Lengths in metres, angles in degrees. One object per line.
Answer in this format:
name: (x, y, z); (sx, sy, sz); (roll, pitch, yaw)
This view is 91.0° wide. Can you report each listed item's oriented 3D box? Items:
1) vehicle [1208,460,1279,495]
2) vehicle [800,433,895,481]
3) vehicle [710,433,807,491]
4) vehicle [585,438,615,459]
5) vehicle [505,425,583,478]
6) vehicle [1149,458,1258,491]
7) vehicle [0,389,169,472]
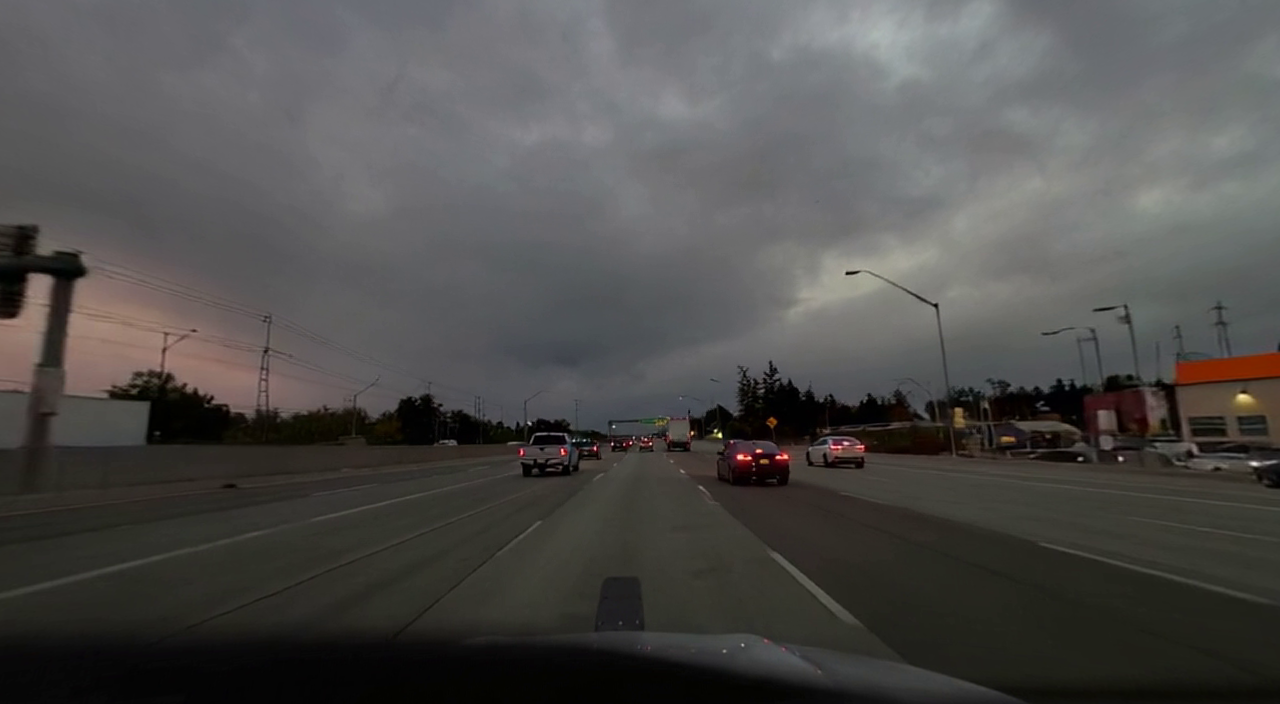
vehicle: (29.998, 5.960, 29.938); (3.852, 1.550, 1.978); (-1, -9, 4)
vehicle: (7.377, 3.777, 22.845); (2.075, 1.587, 3.947); (0, -9, -1)
vehicle: (3.343, 3.210, 18.720); (1.980, 1.501, 4.433); (0, -9, -1)
vehicle: (-2.991, 7.313, 47.731); (1.929, 1.521, 4.097); (0, -9, 1)
vehicle: (-3.522, 3.789, 24.099); (2.130, 1.799, 4.583); (0, -9, 2)
vehicle: (29.349, 6.377, 32.894); (3.800, 1.507, 1.789); (-3, -10, 3)
vehicle: (-31.773, 3.987, 31.639); (2.916, 3.883, 16.277); (0, -9, 3)
